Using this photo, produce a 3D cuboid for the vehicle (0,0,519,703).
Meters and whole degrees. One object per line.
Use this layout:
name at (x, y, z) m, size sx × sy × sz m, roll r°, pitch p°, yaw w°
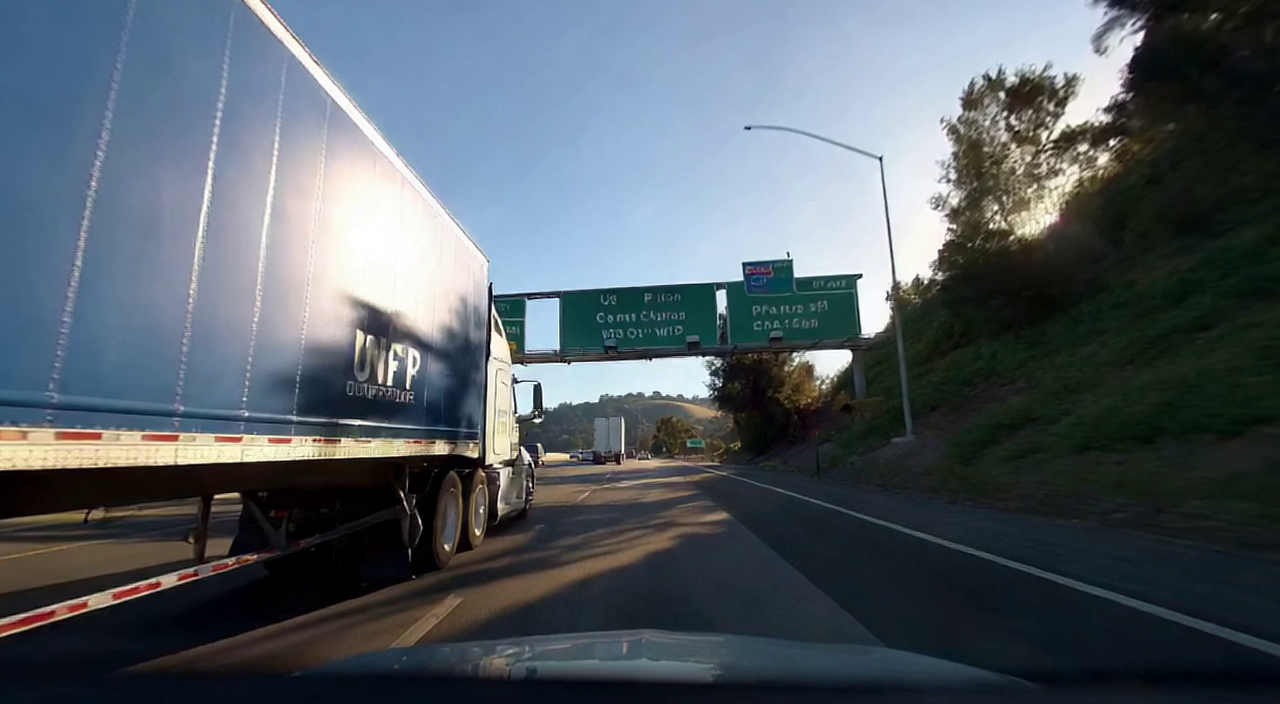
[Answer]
vehicle at (-3.477, -0.042, 3.283) m, size 2.963 × 4.128 × 13.357 m, roll 0°, pitch -8°, yaw 0°
